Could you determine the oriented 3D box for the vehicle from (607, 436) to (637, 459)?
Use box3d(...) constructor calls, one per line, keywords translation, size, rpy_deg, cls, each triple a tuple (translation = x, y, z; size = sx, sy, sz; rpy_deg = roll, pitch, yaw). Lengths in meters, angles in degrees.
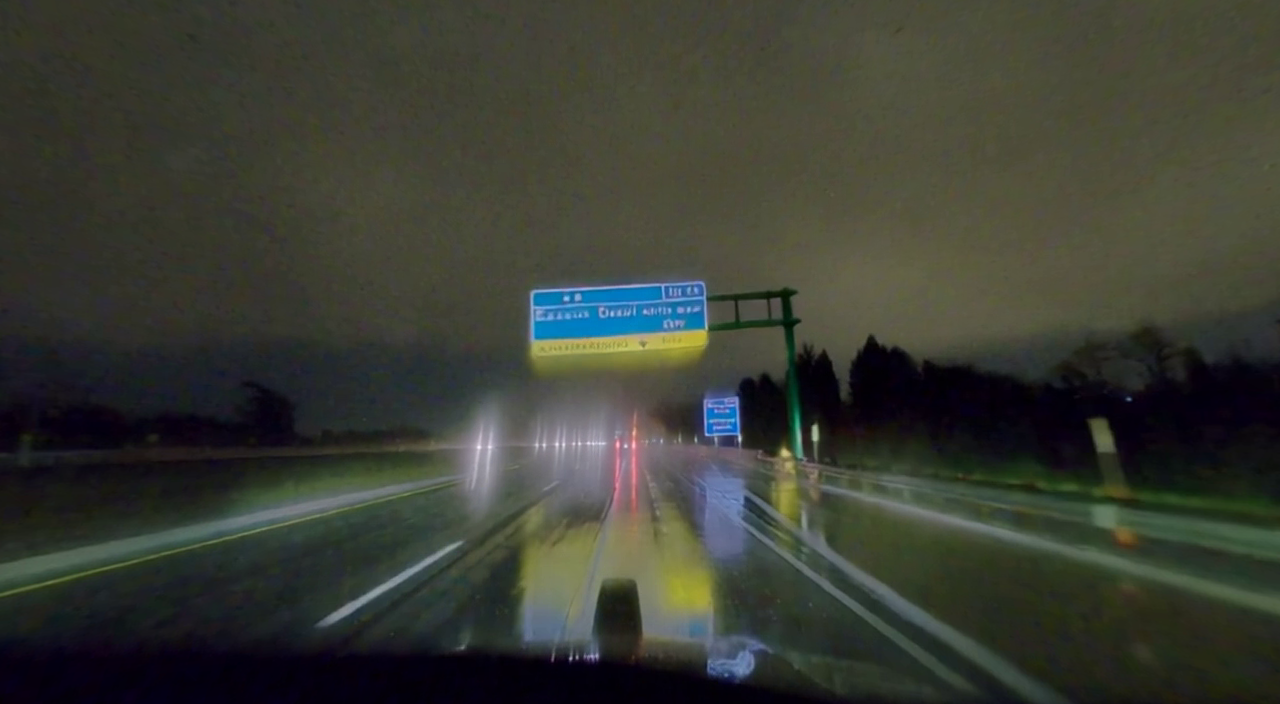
box3d(translation=(-1.225, 6.647, 43.826), size=(2.025, 1.519, 3.924), rpy_deg=(0, -8, -1), cls="vehicle")
